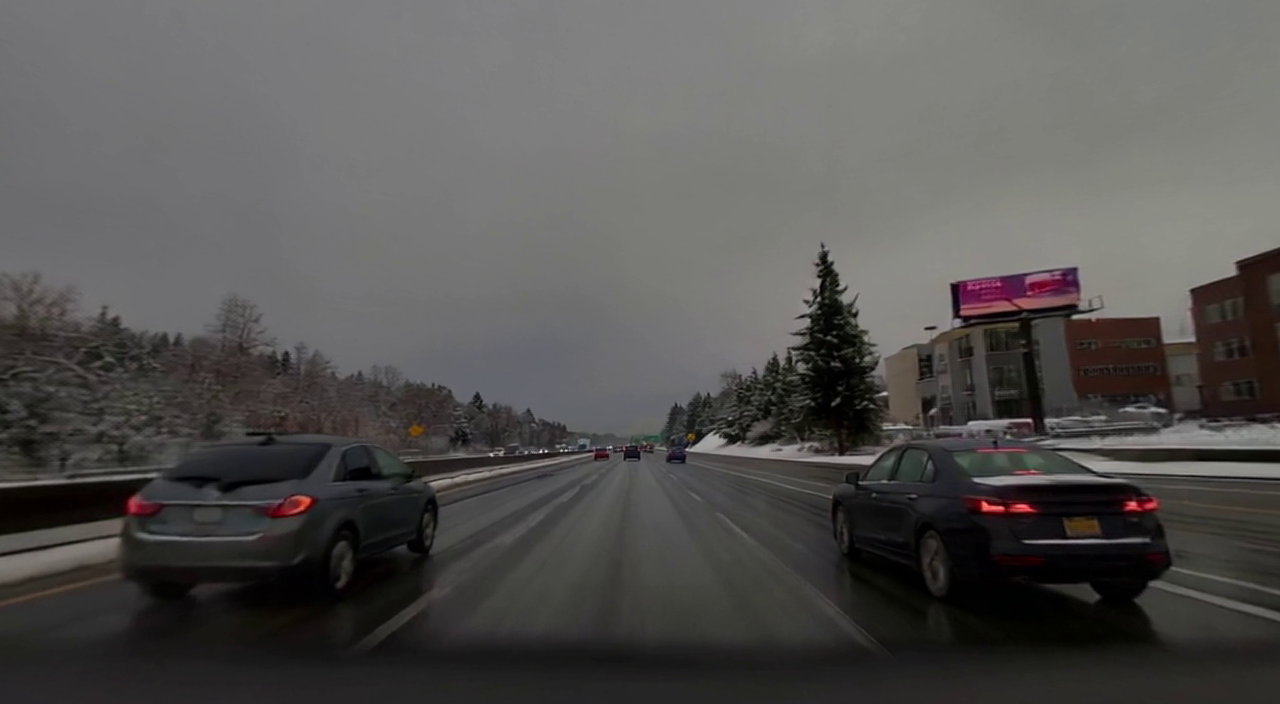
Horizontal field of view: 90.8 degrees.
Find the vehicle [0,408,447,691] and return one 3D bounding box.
[{"bbox_3d":[-3.398,1.427,5.747,1.879,1.526,4.483,0,-9,0],"label":"vehicle"}]

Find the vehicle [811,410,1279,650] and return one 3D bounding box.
[{"bbox_3d":[3.384,1.487,6.356,1.987,1.509,4.512,0,-9,-1],"label":"vehicle"}]
